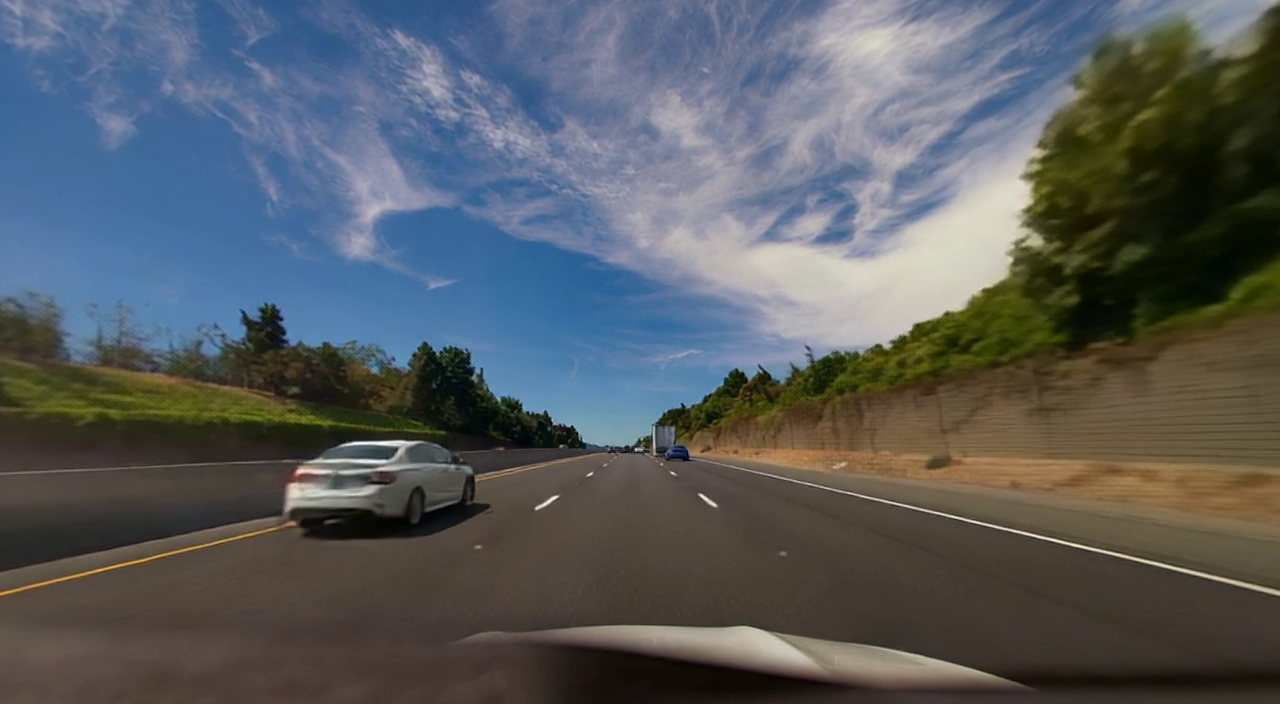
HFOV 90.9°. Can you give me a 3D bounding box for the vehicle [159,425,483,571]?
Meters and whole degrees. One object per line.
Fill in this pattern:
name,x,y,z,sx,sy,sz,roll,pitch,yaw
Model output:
vehicle,-4.113,1.978,9.505,2.129,1.559,5.272,0,-9,0
